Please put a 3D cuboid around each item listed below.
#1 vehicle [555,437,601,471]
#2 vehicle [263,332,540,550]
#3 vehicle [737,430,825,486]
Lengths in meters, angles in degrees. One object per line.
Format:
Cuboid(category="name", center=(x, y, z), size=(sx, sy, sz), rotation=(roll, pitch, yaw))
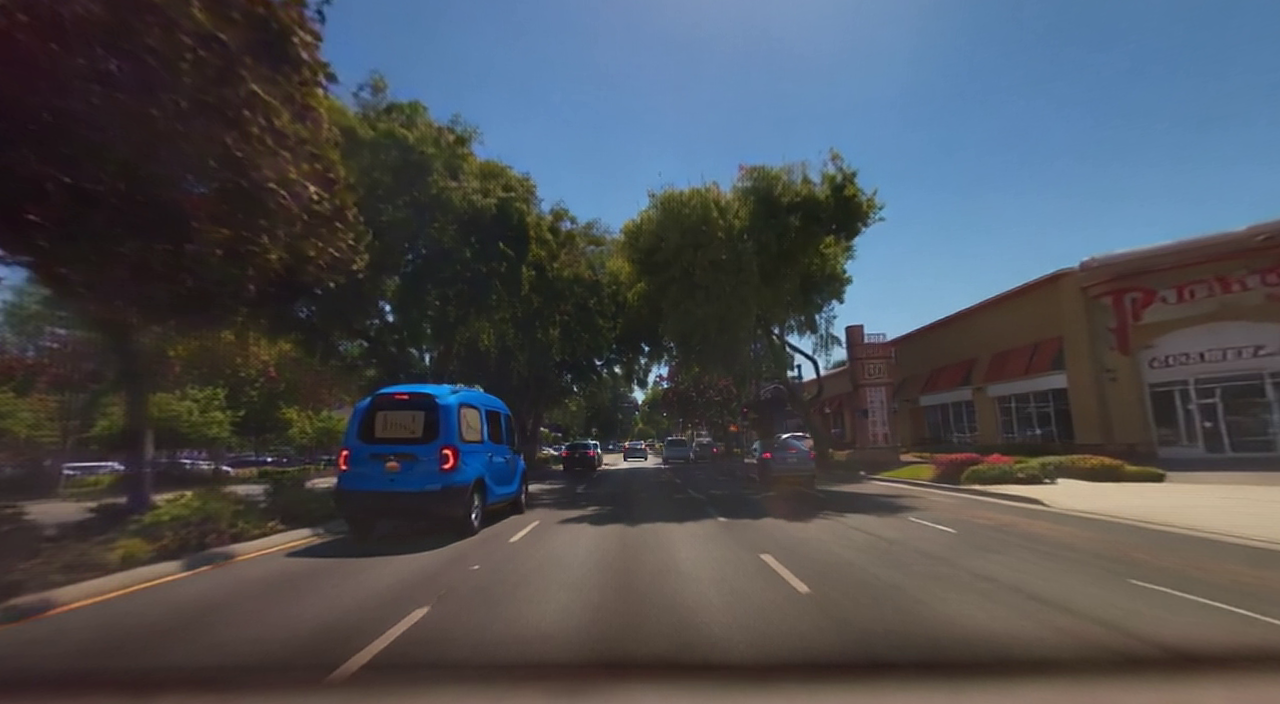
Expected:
Cuboid(category="vehicle", center=(-3.364, 5.650, 35.159), size=(2.030, 1.724, 4.365), rotation=(0, -9, 1))
Cuboid(category="vehicle", center=(-3.498, 1.555, 11.049), size=(2.443, 2.784, 5.862), rotation=(0, -9, 1))
Cuboid(category="vehicle", center=(4.486, 3.451, 20.773), size=(1.869, 1.646, 4.166), rotation=(0, -9, -1))
